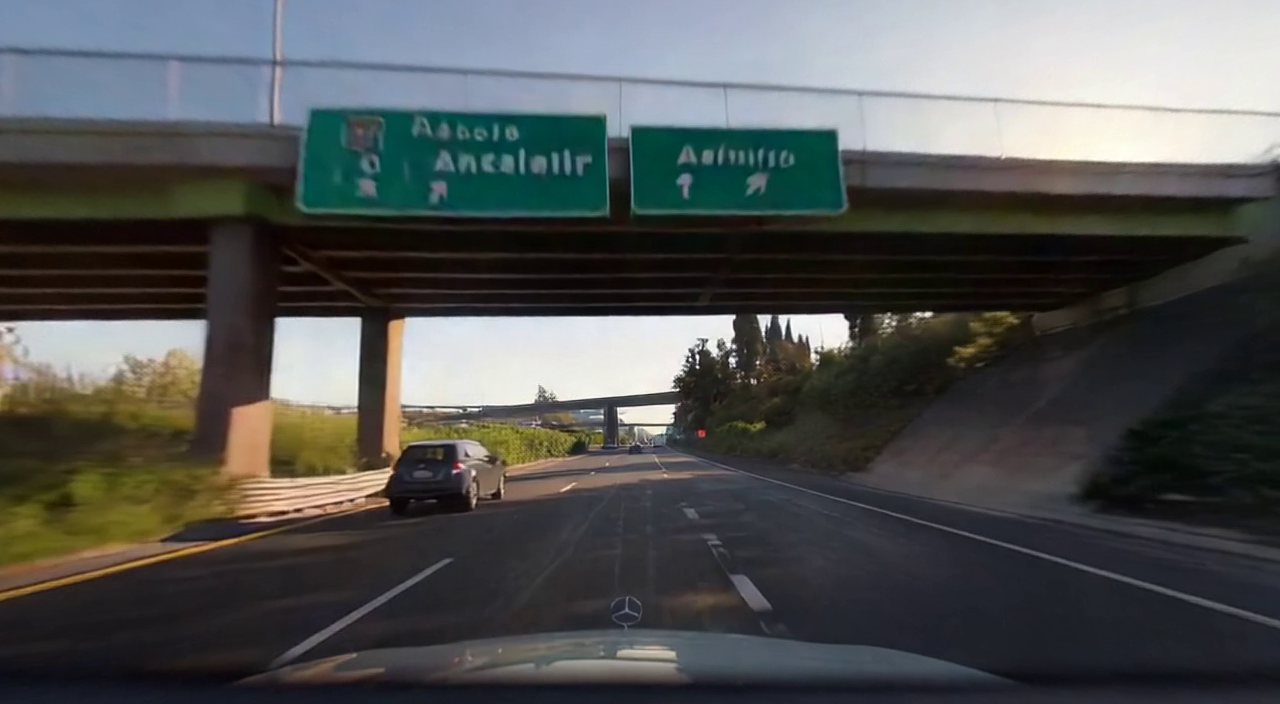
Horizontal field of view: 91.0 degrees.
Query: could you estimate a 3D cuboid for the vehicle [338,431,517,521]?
[{"bbox_3d":[-3.936,2.358,12.623,1.934,1.451,4.544,0,-8,1],"label":"vehicle"}]
